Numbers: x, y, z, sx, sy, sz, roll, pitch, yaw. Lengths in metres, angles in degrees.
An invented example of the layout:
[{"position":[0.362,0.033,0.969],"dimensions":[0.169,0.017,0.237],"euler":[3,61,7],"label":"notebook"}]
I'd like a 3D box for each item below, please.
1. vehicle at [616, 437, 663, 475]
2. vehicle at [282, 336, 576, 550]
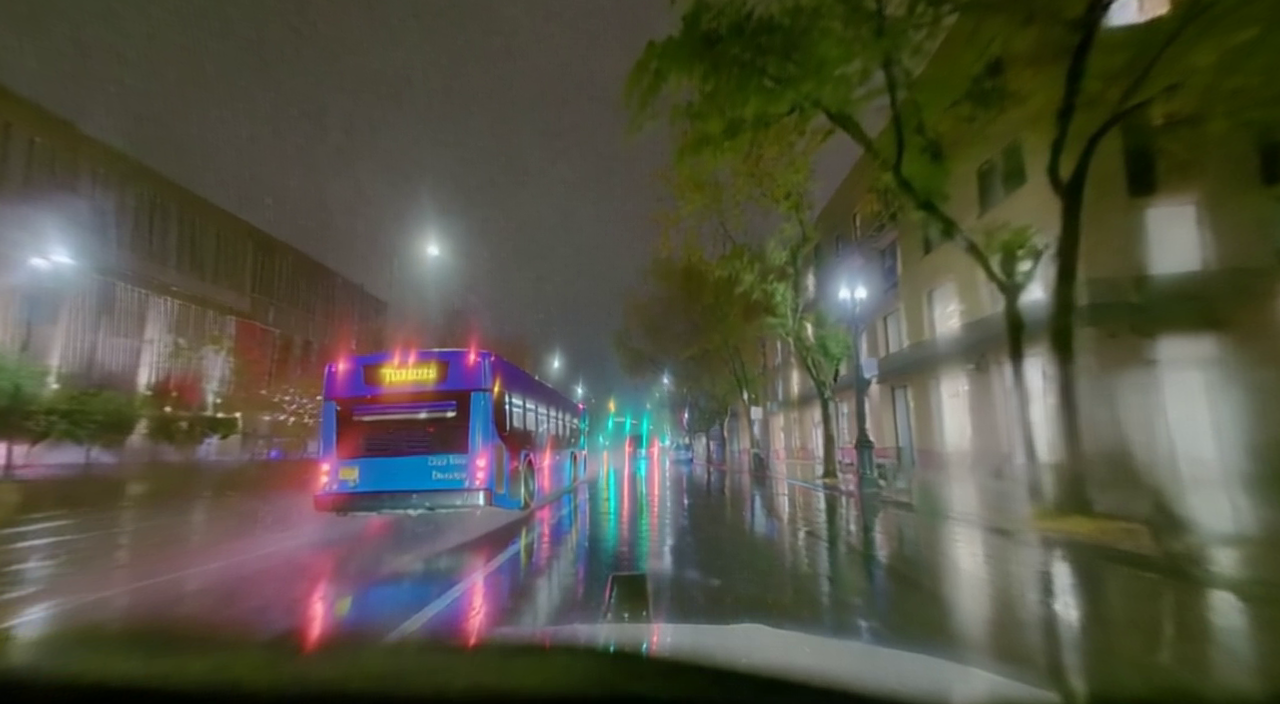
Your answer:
[{"position":[0.003,5.009,30.593],"dimensions":[2.120,1.727,3.917],"euler":[0,-8,0],"label":"vehicle"},{"position":[-3.270,1.819,12.844],"dimensions":[2.920,2.884,8.588],"euler":[0,-8,1],"label":"vehicle"}]
